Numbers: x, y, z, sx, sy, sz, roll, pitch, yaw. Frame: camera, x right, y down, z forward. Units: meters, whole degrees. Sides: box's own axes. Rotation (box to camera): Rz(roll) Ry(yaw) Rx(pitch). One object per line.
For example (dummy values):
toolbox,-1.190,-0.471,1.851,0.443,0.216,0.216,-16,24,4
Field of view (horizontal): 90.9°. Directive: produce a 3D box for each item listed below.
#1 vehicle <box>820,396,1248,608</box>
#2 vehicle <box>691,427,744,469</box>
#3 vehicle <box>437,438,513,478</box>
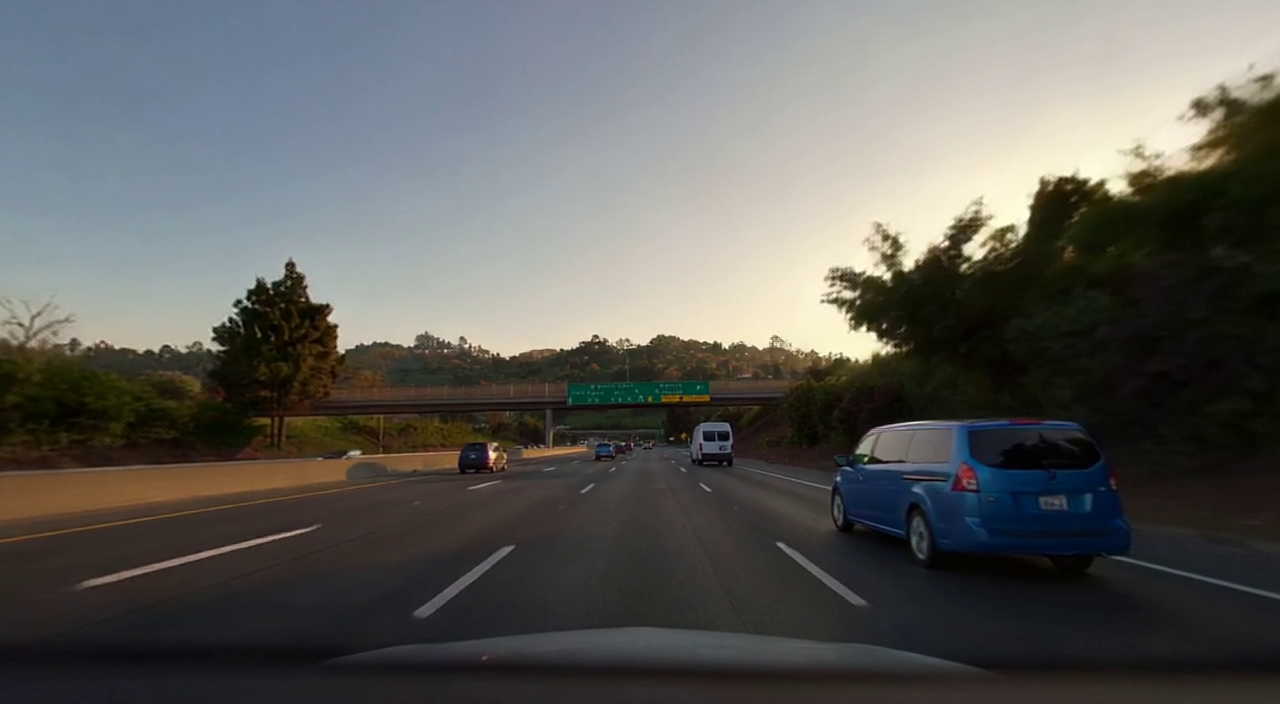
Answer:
vehicle,3.835,1.551,7.431,2.100,1.690,4.536,0,-8,0
vehicle,4.328,5.529,36.354,2.347,2.234,5.352,0,-8,0
vehicle,-7.249,4.701,28.245,2.068,1.632,4.623,-1,-8,1
